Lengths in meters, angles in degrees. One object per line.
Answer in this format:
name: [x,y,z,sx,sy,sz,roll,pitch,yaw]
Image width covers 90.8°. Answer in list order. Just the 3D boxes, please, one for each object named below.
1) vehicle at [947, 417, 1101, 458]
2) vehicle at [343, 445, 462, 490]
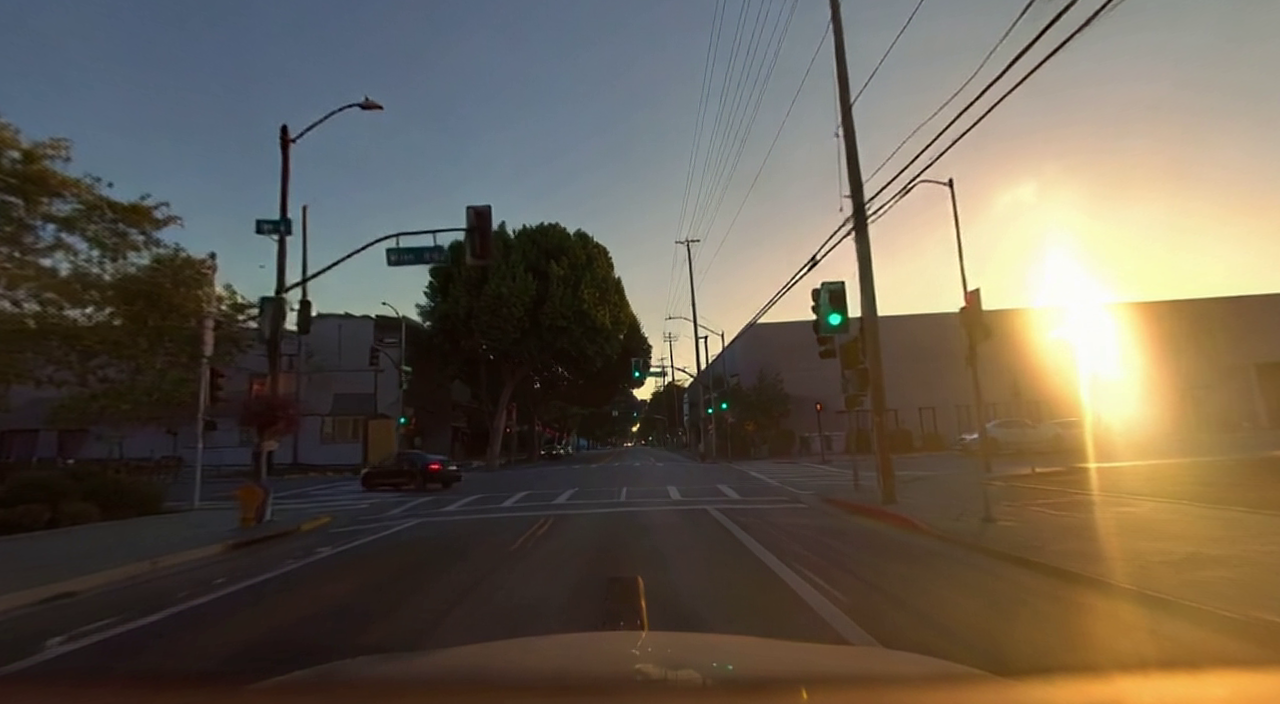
vehicle: [14.573,3.270,24.185,4.632,1.484,1.907,0,-9,-1]
vehicle: [-9.546,4.560,25.305,4.624,1.478,2.118,-6,-6,33]
